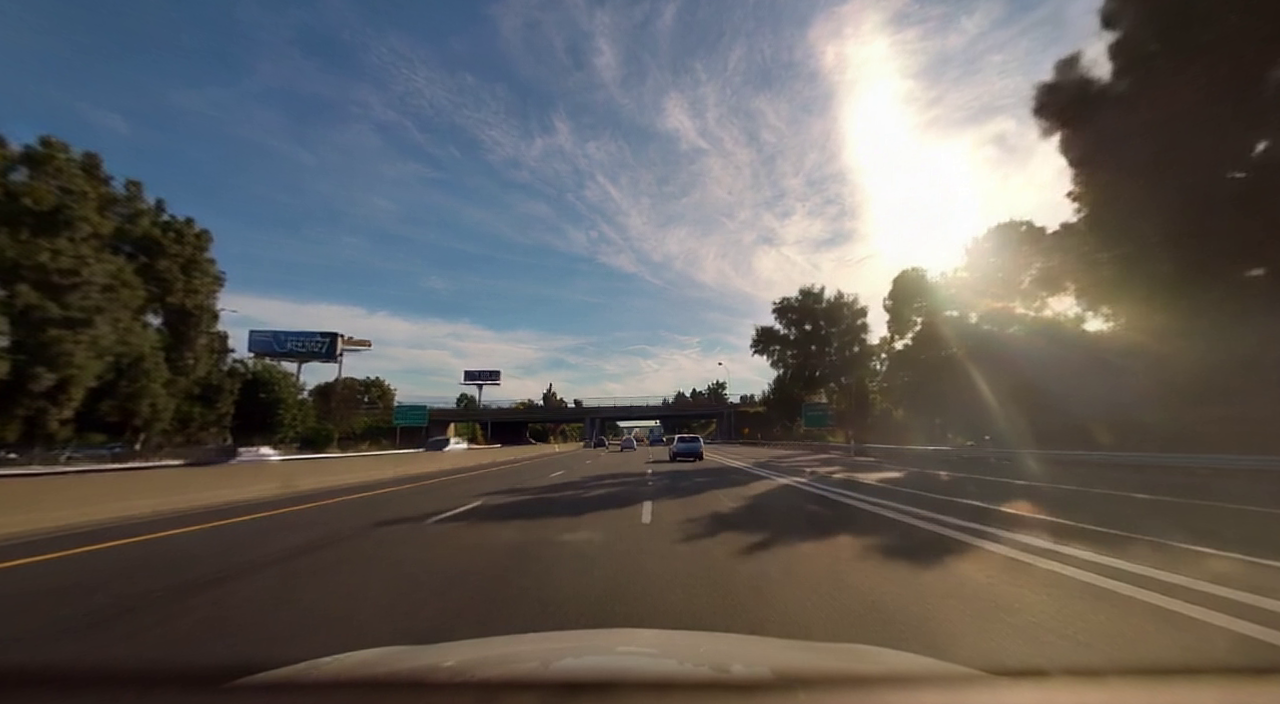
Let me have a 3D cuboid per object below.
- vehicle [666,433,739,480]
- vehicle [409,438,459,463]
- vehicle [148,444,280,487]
[{"bbox_3d":[2.330,4.041,24.897,2.240,1.646,4.949,1,-8,-1],"label":"vehicle"},{"bbox_3d":[-13.582,6.497,41.830,1.861,1.490,4.157,0,-8,1],"label":"vehicle"},{"bbox_3d":[-16.753,4.444,25.104,1.986,1.496,4.593,0,-8,1],"label":"vehicle"}]
